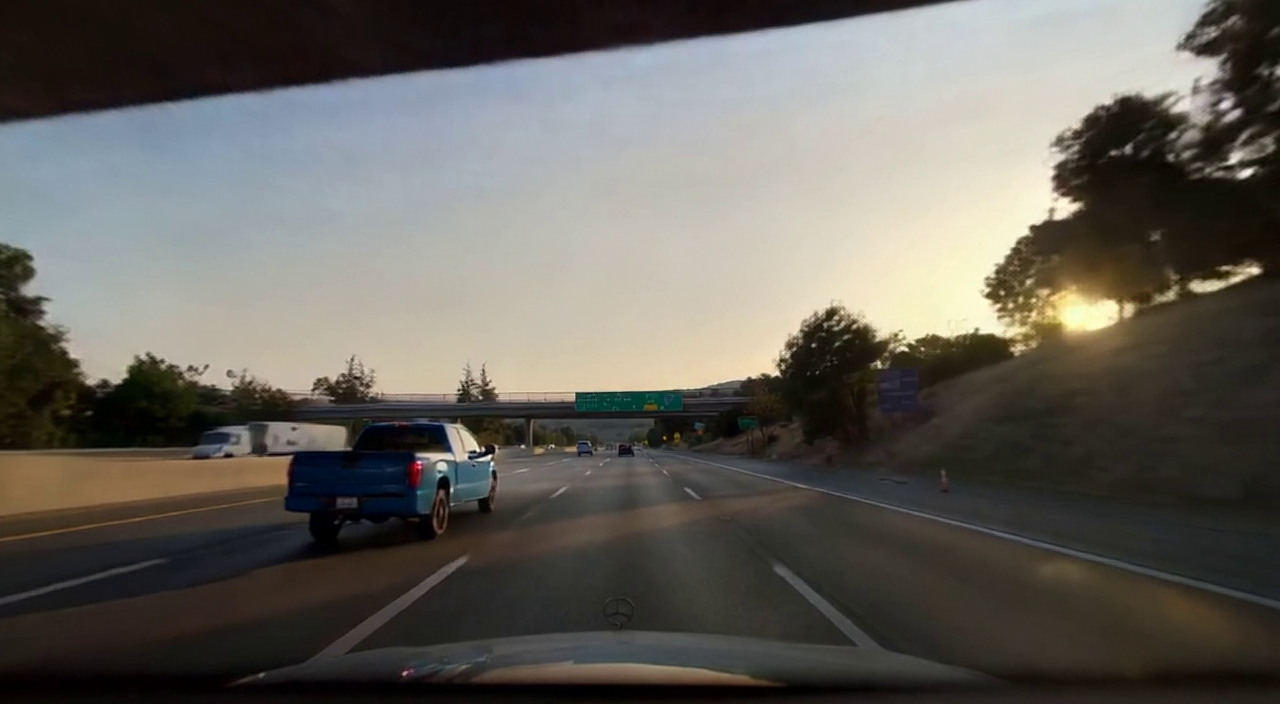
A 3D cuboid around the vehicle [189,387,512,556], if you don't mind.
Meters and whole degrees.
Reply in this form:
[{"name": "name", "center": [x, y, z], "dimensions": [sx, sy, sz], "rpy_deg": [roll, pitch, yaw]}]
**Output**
[{"name": "vehicle", "center": [-4.067, 1.845, 10.569], "dimensions": [2.529, 2.003, 5.904], "rpy_deg": [0, -8, 1]}]
